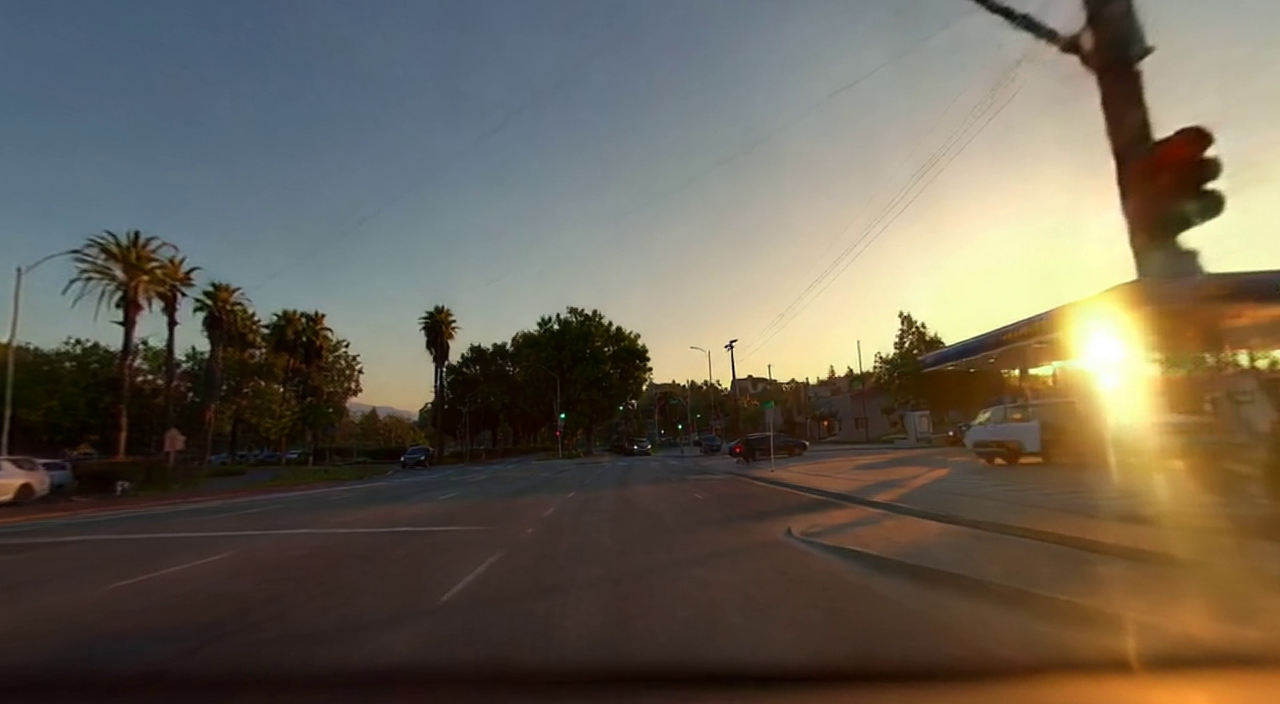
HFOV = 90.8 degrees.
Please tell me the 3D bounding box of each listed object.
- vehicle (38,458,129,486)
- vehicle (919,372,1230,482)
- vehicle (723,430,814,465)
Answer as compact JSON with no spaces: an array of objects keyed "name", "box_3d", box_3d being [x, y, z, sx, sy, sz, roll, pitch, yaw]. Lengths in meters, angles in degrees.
[{"name":"vehicle","box_3d":[-36.377,7.824,41.474,1.917,1.684,4.567,0,-9,-2]},{"name":"vehicle","box_3d":[13.351,2.653,21.279,2.944,2.783,10.332,0,-8,-2]},{"name":"vehicle","box_3d":[8.463,6.205,41.326,6.059,2.082,2.703,7,-11,-42]}]
